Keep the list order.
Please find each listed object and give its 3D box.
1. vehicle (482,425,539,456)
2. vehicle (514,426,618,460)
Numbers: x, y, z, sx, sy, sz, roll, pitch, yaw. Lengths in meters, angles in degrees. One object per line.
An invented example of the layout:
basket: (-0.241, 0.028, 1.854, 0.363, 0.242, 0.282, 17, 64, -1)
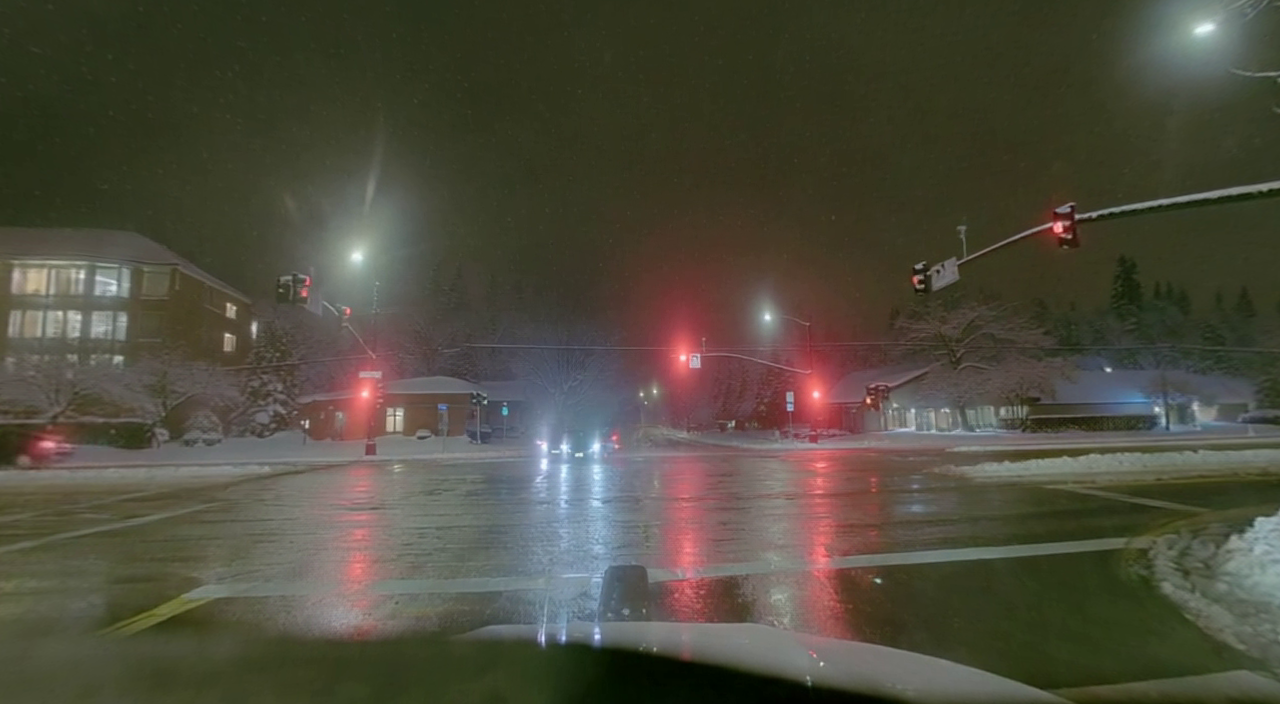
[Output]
vehicle: (-8.285, 5.734, 40.870, 2.000, 1.864, 5.044, -1, -9, 7)
vehicle: (-3.345, 4.110, 28.506, 4.510, 1.431, 1.884, 1, -9, -8)
